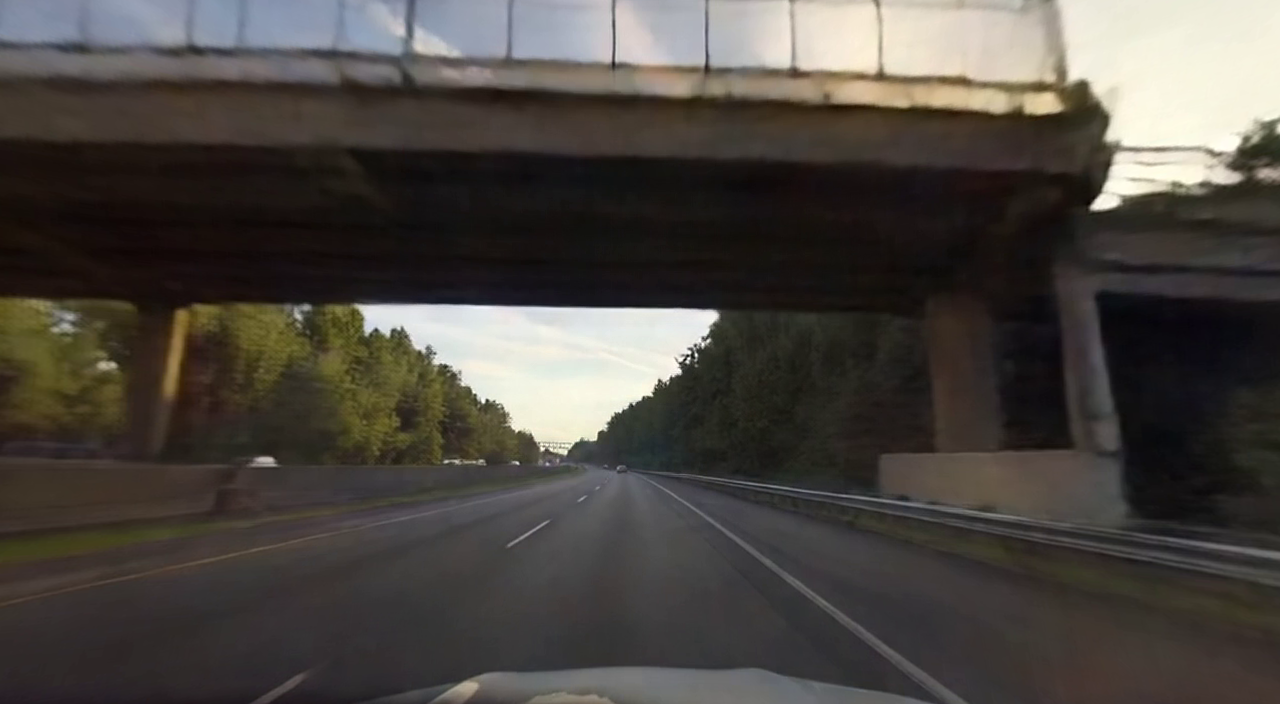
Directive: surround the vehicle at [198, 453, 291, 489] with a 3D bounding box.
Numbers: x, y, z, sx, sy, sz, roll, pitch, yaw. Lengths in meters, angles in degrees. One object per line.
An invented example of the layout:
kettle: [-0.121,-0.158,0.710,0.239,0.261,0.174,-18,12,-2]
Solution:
vehicle: [-17.515,5.301,28.091,1.740,1.429,3.544,1,-11,1]
